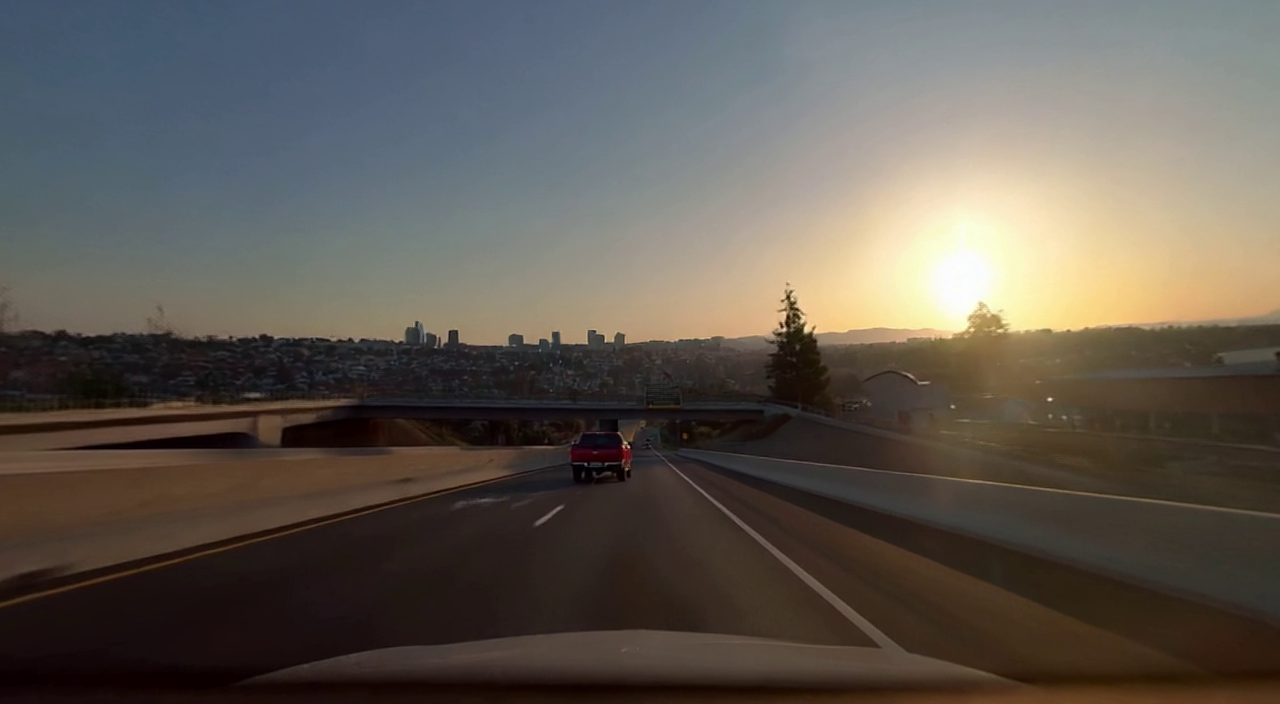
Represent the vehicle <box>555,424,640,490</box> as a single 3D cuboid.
[{"bbox_3d":[-1.274,3.563,21.704,2.350,1.932,5.562,-1,-8,2],"label":"vehicle"}]
